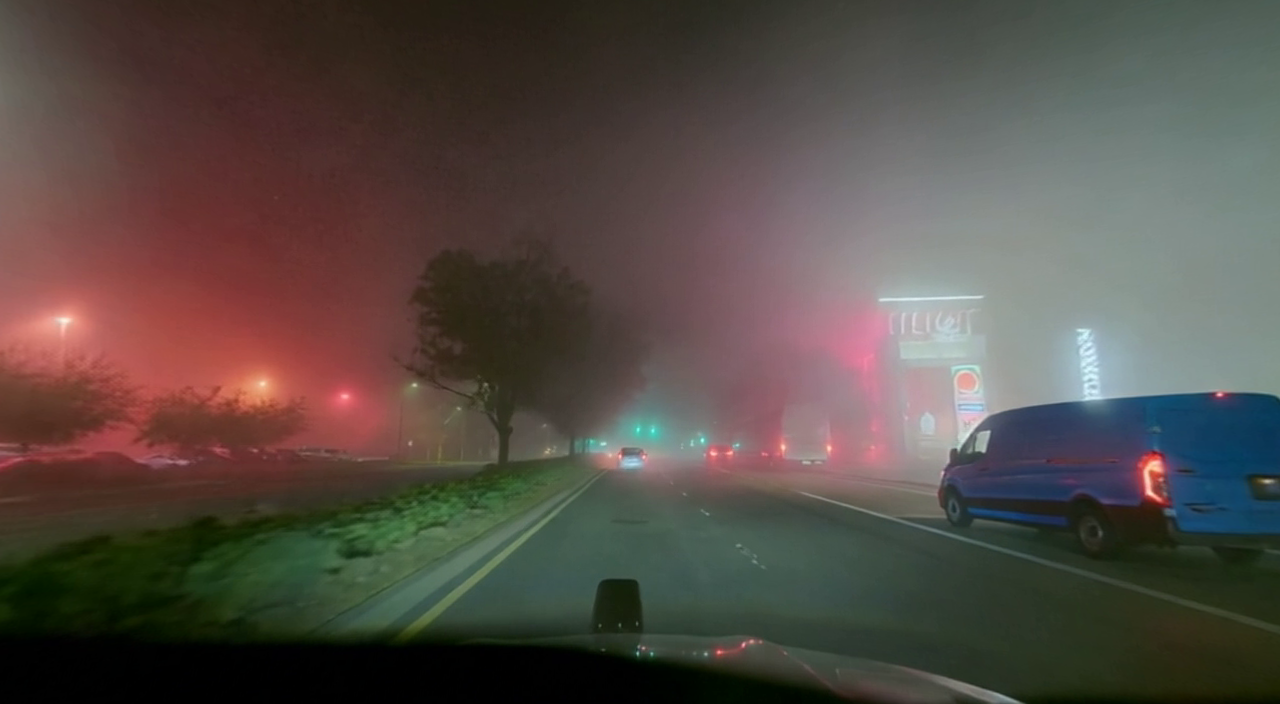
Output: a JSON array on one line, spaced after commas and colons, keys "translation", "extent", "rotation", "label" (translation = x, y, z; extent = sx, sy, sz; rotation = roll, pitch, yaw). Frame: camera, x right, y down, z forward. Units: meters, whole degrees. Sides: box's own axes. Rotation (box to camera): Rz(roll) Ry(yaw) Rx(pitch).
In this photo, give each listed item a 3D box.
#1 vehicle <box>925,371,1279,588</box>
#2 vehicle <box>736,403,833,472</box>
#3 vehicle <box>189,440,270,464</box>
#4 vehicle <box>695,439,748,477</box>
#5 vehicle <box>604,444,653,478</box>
[{"translation": [6.744, 1.661, 9.091], "extent": [2.573, 2.127, 5.568], "rotation": [0, -8, -1], "label": "vehicle"}, {"translation": [9.966, 6.387, 46.469], "extent": [2.960, 4.109, 16.764], "rotation": [0, -8, -1], "label": "vehicle"}, {"translation": [-29.519, 7.221, 45.561], "extent": [4.377, 1.665, 2.129], "rotation": [-1, -8, 3], "label": "vehicle"}, {"translation": [3.863, 5.084, 30.574], "extent": [2.047, 1.711, 4.265], "rotation": [0, -8, 1], "label": "vehicle"}, {"translation": [-0.508, 4.996, 29.192], "extent": [2.095, 1.456, 3.873], "rotation": [0, -8, 0], "label": "vehicle"}]
